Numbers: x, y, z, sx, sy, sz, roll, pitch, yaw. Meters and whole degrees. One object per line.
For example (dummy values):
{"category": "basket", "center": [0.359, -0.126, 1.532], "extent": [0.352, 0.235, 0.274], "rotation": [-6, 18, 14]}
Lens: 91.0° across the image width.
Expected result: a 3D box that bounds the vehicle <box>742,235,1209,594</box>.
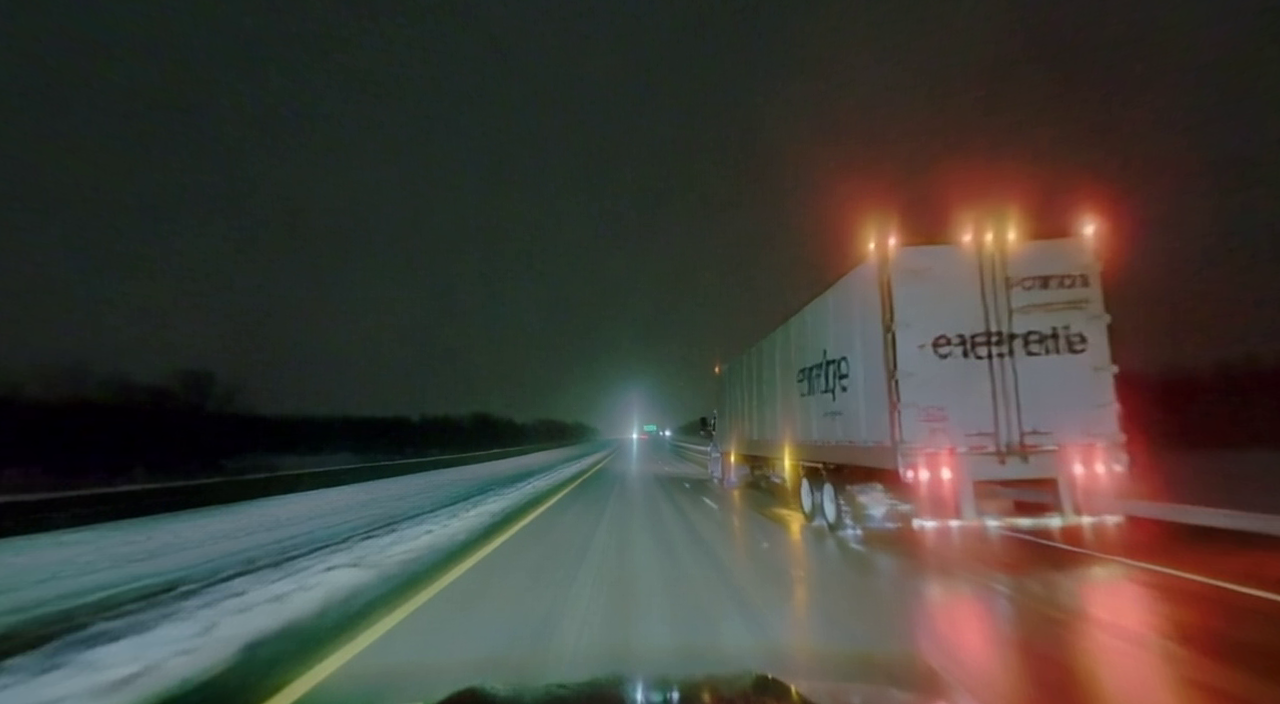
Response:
{"category": "vehicle", "center": [3.509, 0.994, 9.208], "extent": [2.702, 3.193, 7.196], "rotation": [0, -8, -1]}
